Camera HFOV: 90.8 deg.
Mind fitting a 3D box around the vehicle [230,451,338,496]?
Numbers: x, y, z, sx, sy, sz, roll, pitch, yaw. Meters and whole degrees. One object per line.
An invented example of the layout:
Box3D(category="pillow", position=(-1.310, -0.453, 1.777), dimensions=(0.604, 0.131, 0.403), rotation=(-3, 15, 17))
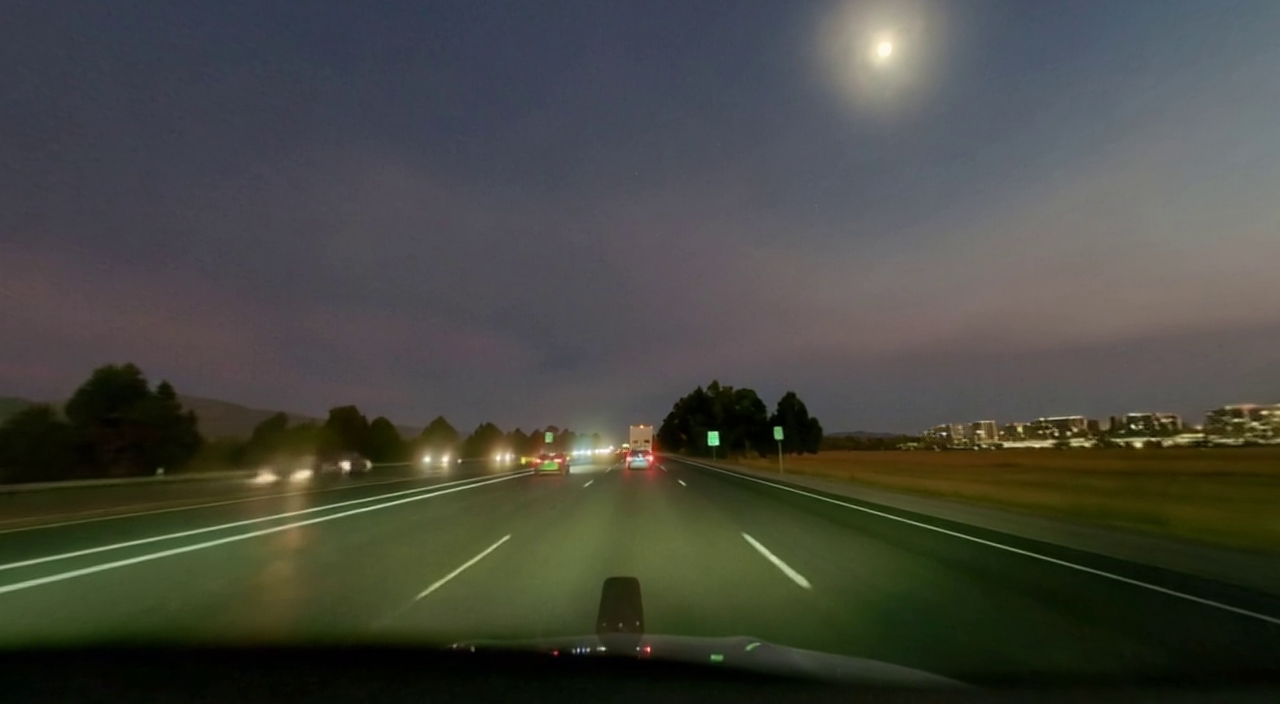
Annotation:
Box3D(category="vehicle", position=(-12.287, 4.173, 22.023), dimensions=(1.743, 1.405, 3.476), rotation=(0, -9, -1))

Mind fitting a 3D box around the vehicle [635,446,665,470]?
Box3D(category="vehicle", position=(0.675, 7.485, 44.732), dimensions=(1.992, 1.593, 3.937), rotation=(0, -9, -1))

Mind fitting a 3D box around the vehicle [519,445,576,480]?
Box3D(category="vehicle", position=(-4.424, 5.336, 30.713), dimensions=(2.172, 1.548, 3.953), rotation=(0, -9, 0))
